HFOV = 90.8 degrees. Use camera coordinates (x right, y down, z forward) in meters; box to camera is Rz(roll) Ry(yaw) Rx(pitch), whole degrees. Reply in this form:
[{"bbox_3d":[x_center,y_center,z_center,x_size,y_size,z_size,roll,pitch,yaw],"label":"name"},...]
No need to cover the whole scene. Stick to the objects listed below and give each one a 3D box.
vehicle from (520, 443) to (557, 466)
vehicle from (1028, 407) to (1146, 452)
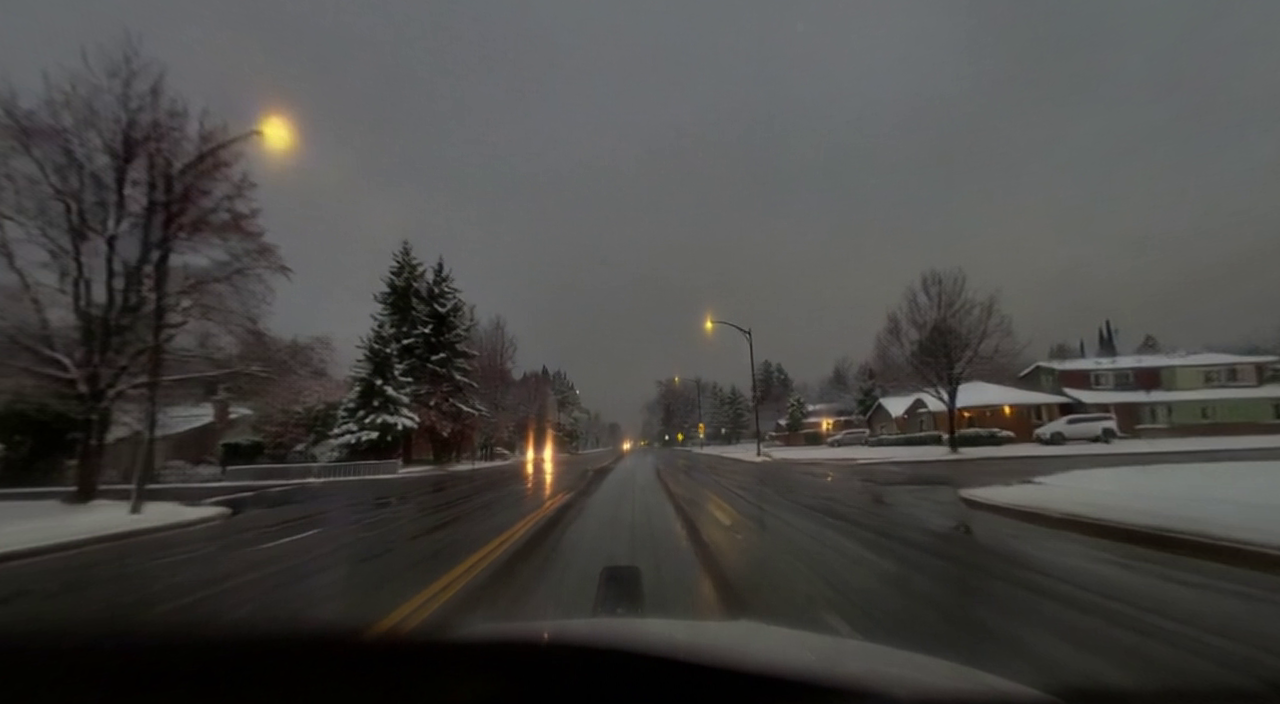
[{"bbox_3d":[-7.696,7.800,48.410,2.130,1.635,4.505,0,-9,0],"label":"vehicle"},{"bbox_3d":[28.527,4.983,40.490,5.564,2.741,2.347,-1,-9,4],"label":"vehicle"}]
